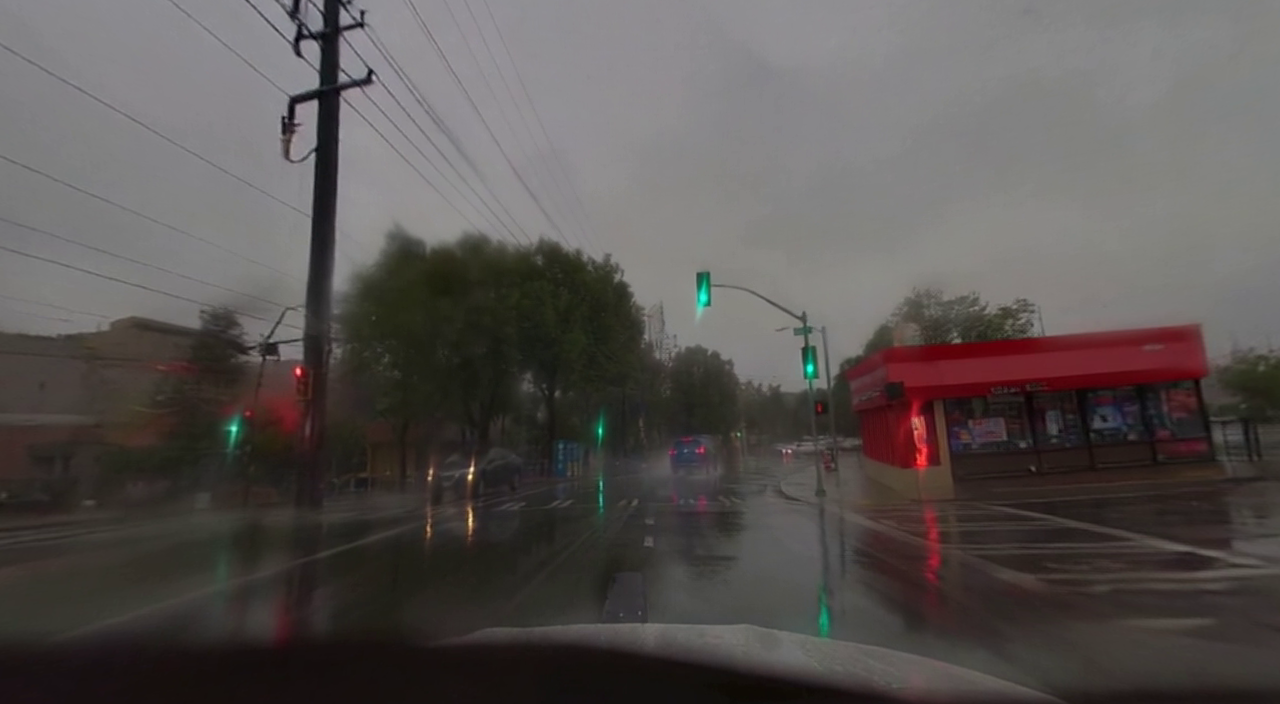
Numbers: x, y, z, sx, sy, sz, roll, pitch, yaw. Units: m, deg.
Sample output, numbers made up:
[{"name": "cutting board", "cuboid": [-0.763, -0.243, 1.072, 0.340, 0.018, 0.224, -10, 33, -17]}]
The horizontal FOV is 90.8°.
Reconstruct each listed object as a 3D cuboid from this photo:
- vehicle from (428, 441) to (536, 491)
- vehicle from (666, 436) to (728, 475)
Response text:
[{"name": "vehicle", "cuboid": [-5.920, 4.344, 24.326, 2.017, 1.684, 4.483, -3, -10, 16]}, {"name": "vehicle", "cuboid": [2.826, 4.974, 30.336, 2.101, 1.721, 4.364, -3, -10, 16]}]
